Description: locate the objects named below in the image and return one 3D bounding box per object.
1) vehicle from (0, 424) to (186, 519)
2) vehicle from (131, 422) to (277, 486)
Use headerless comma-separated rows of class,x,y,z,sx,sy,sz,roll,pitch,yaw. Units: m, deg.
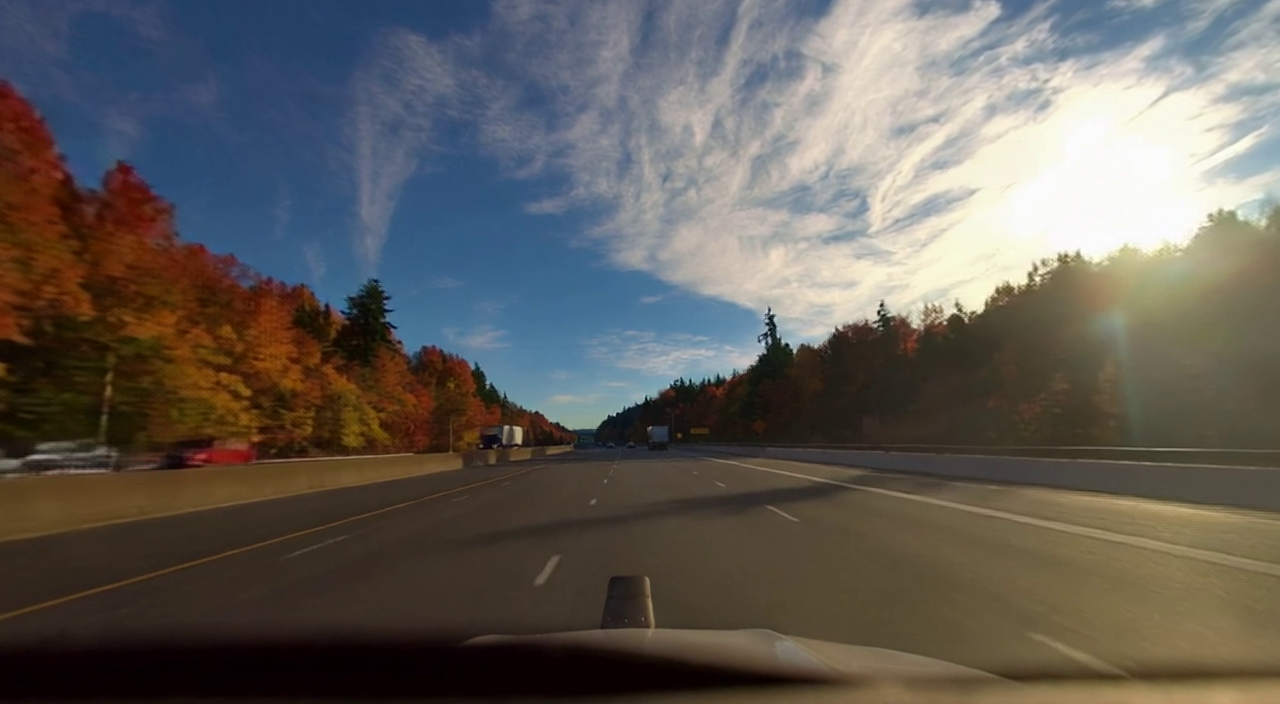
vehicle,-19.198,3.764,20.457,2.774,2.605,8.096,0,-8,0
vehicle,-19.288,4.521,28.275,2.386,2.549,5.677,-1,-8,1
